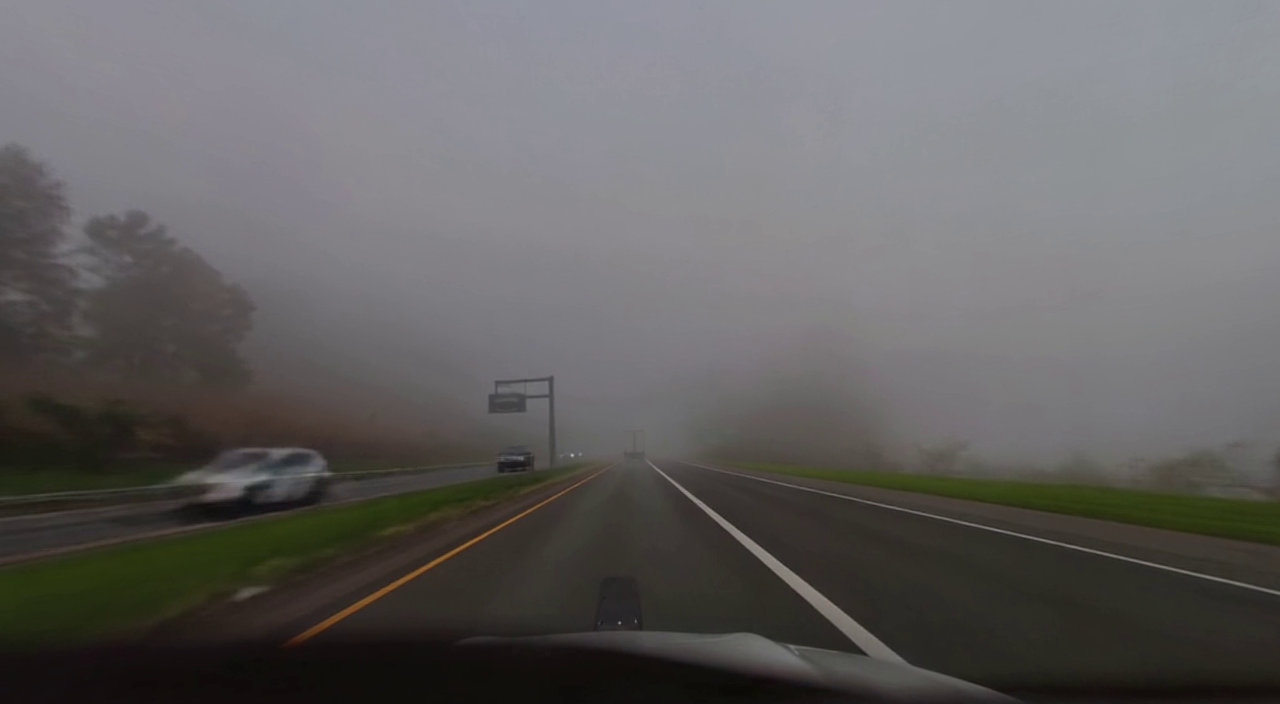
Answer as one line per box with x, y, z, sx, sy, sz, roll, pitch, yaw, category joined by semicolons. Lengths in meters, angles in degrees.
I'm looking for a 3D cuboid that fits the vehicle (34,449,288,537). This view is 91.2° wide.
-9.644;2.816;13.221;1.868;1.511;4.410;0;-9;0;vehicle

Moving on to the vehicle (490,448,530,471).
-9.683;8.013;47.043;2.016;1.620;4.735;0;-9;0;vehicle
